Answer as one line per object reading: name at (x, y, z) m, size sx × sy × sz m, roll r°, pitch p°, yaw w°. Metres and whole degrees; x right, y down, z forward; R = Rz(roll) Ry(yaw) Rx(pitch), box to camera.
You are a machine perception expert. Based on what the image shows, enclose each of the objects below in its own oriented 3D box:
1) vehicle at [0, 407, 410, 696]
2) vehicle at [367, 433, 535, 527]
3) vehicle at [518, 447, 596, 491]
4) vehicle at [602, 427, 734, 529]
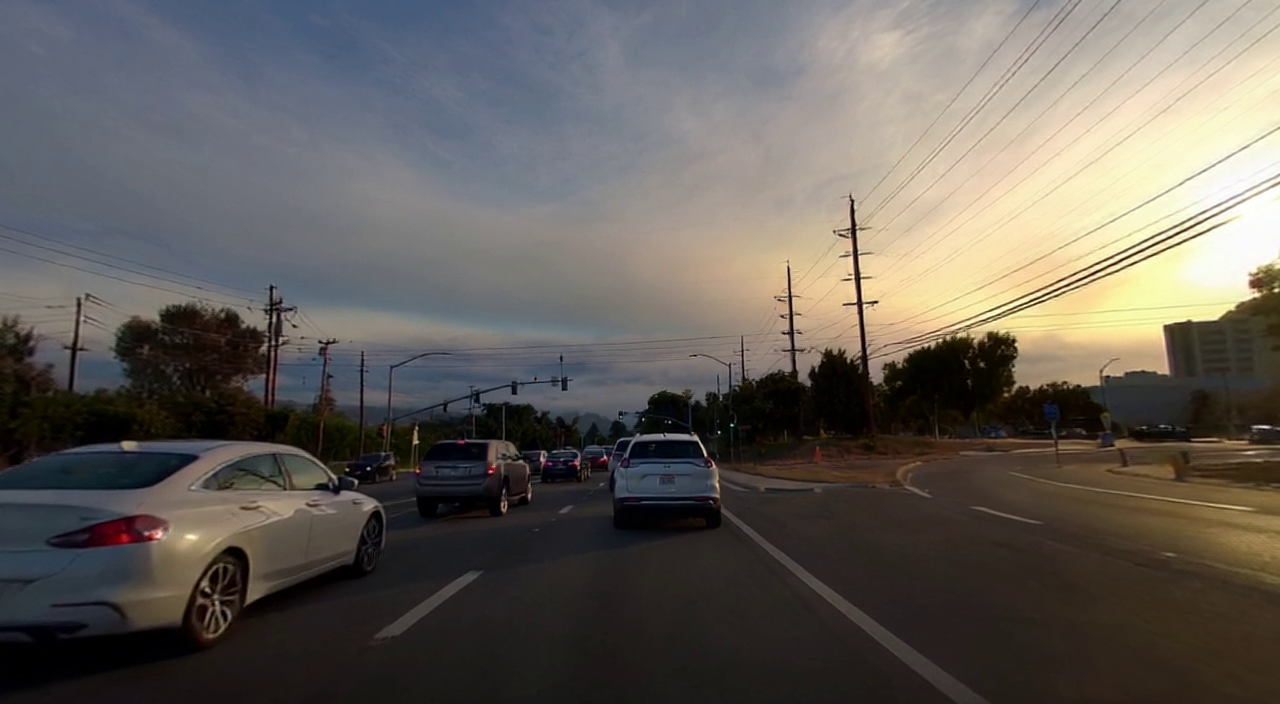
vehicle at (-3.819, 1.396, 5.531) m, size 1.999 × 1.563 × 4.007 m, roll 0°, pitch -9°, yaw 1°
vehicle at (-3.696, 2.591, 13.356) m, size 2.018 × 1.621 × 4.441 m, roll -1°, pitch -9°, yaw 2°
vehicle at (-2.935, 4.264, 23.316) m, size 2.105 × 1.436 × 4.311 m, roll -1°, pitch -9°, yaw 3°
vehicle at (0.541, 2.428, 12.635) m, size 2.205 × 1.691 × 3.937 m, roll -1°, pitch -9°, yaw 2°
